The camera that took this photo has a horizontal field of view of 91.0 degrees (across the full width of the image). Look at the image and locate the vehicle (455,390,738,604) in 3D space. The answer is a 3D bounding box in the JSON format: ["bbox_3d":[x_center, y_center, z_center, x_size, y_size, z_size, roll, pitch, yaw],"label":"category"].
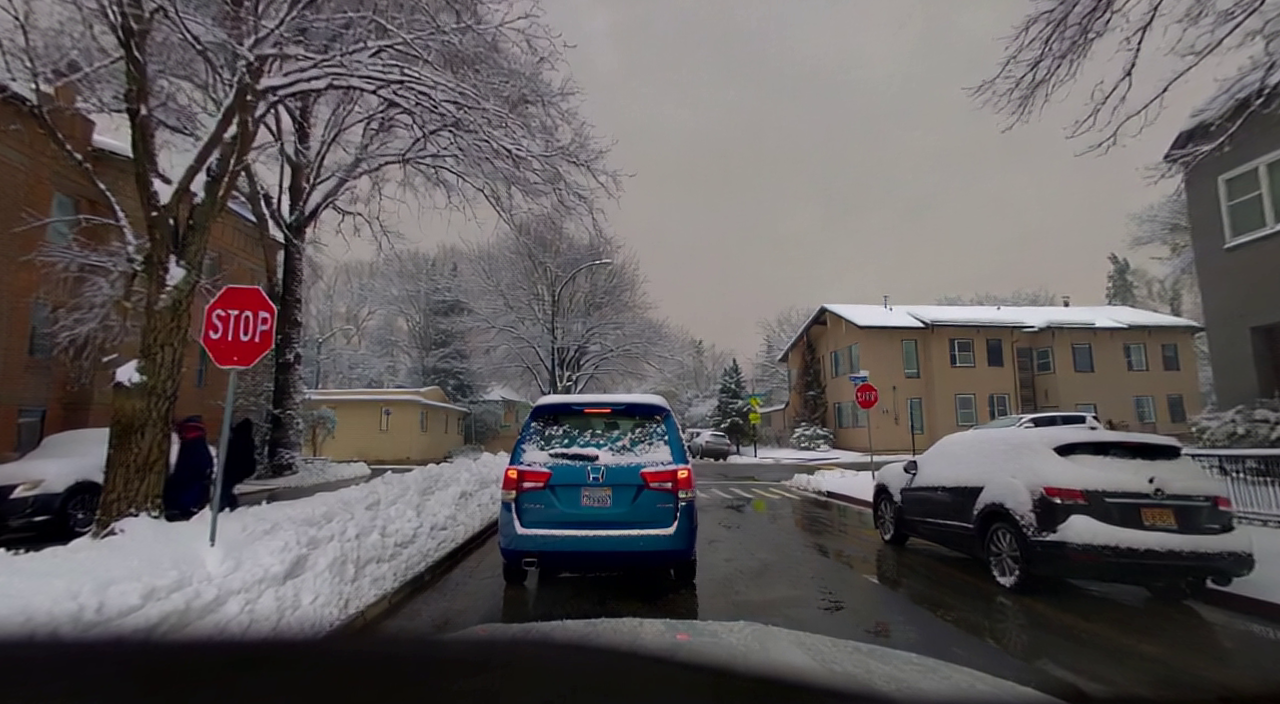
[{"bbox_3d":[-0.386,1.566,7.711,2.377,1.787,4.652,0,-8,-1],"label":"vehicle"}]

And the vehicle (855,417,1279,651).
[{"bbox_3d":[4.219,1.679,6.903,1.959,1.581,4.731,4,-9,-2],"label":"vehicle"}]

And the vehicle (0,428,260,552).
[{"bbox_3d":[-8.291,2.021,10.051,1.825,1.532,4.083,-3,-7,2],"label":"vehicle"}]
